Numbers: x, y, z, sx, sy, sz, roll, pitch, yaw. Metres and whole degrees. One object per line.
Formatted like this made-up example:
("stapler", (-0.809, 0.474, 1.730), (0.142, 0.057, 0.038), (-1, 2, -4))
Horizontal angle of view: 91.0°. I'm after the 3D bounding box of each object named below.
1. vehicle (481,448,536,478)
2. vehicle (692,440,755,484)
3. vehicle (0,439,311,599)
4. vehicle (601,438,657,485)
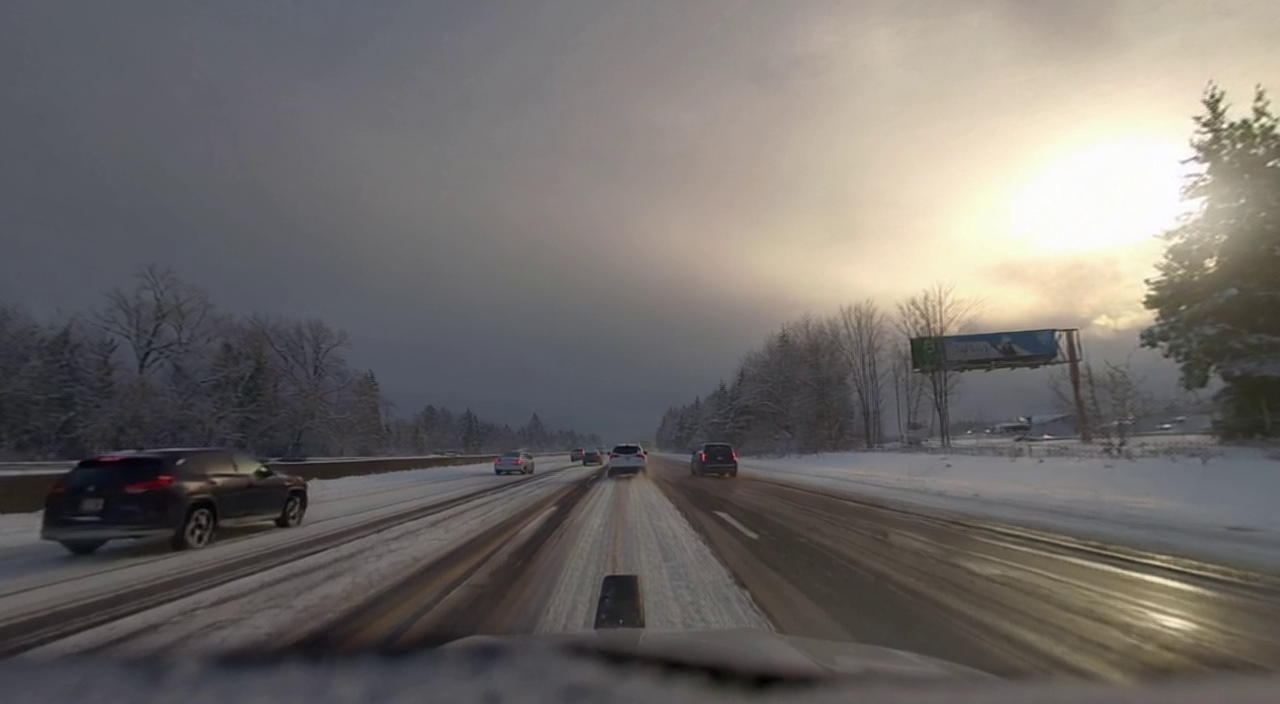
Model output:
("vehicle", (-7.019, 5.934, 34.022), (1.892, 1.468, 4.792), (0, -9, 0))
("vehicle", (3.436, 4.631, 26.859), (1.925, 1.716, 4.378), (0, -9, -2))
("vehicle", (-6.640, 1.957, 8.427), (1.918, 1.509, 4.736), (0, -9, 0))
("vehicle", (-0.447, 4.517, 26.348), (2.127, 1.749, 4.776), (0, -9, -1))
